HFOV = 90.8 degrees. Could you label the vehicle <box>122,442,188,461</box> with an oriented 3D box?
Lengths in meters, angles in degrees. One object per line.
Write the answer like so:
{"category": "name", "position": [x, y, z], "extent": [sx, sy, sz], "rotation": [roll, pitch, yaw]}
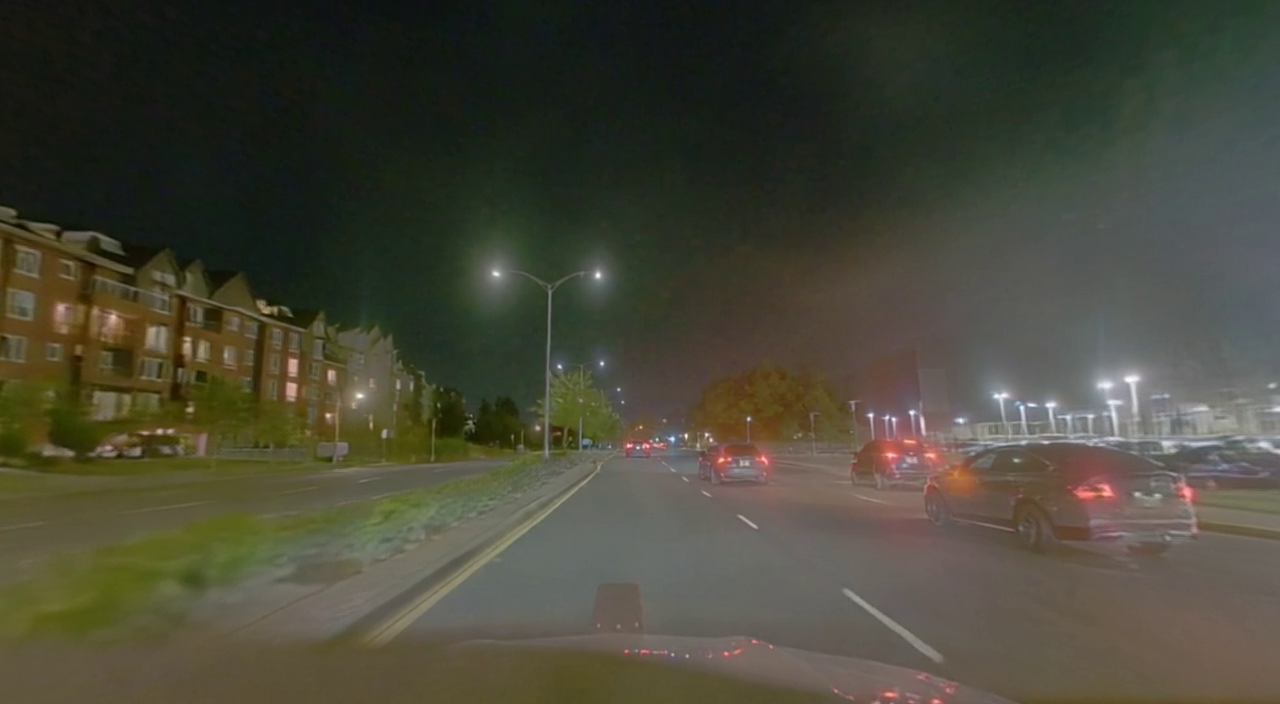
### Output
{"category": "vehicle", "position": [-37.998, 7.788, 49.543], "extent": [3.747, 1.422, 1.643], "rotation": [0, -9, -1]}

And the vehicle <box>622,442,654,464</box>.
{"category": "vehicle", "position": [-0.184, 6.880, 43.161], "extent": [2.095, 1.456, 3.873], "rotation": [0, -8, -1]}

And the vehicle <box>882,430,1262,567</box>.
{"category": "vehicle", "position": [5.794, 1.984, 9.473], "extent": [2.098, 1.507, 4.655], "rotation": [1, -9, -6]}

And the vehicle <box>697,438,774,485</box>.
{"category": "vehicle", "position": [3.362, 3.964, 23.233], "extent": [1.953, 1.514, 4.672], "rotation": [0, -8, -2]}

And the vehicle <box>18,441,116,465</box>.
{"category": "vehicle", "position": [-37.541, 6.624, 41.427], "extent": [4.467, 1.473, 2.118], "rotation": [-1, -9, 4]}
